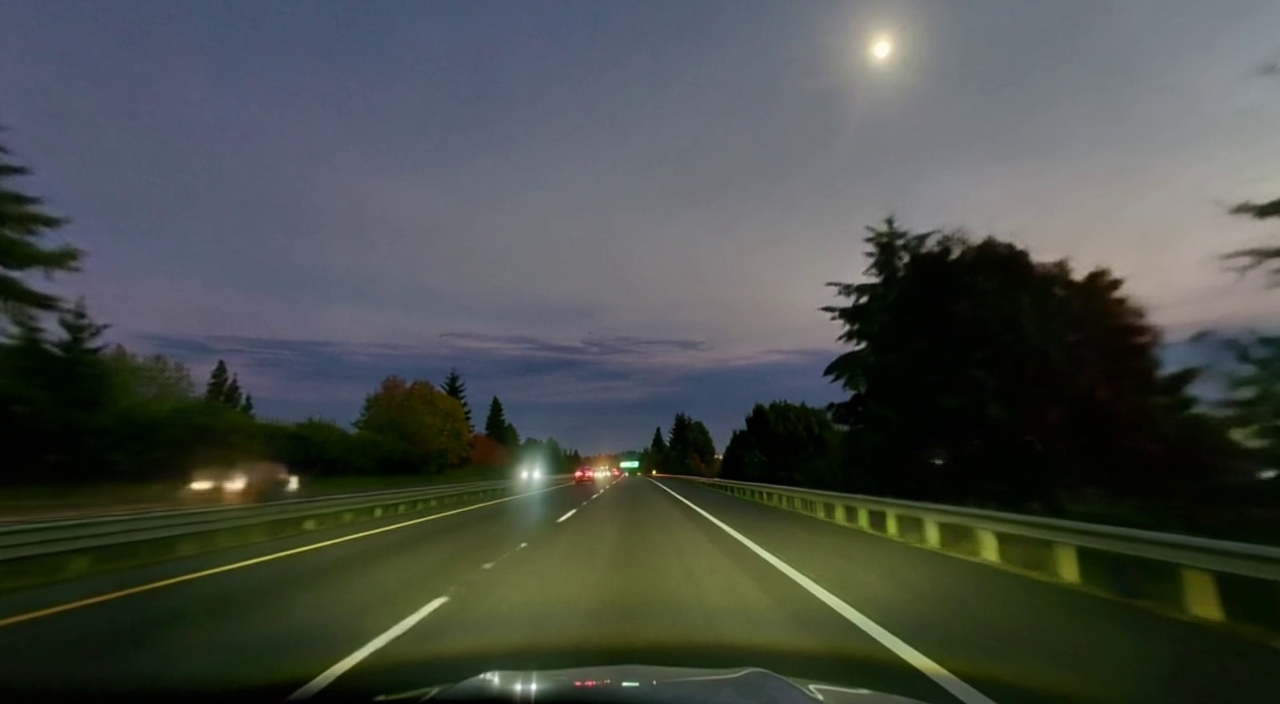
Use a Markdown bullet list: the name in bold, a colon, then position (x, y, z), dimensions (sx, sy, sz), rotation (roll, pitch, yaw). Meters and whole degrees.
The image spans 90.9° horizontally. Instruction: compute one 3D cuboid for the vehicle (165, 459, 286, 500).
- **vehicle**: position (-17.497, 5.416, 26.917), dimensions (1.973, 1.567, 4.633), rotation (1, -11, 0)
